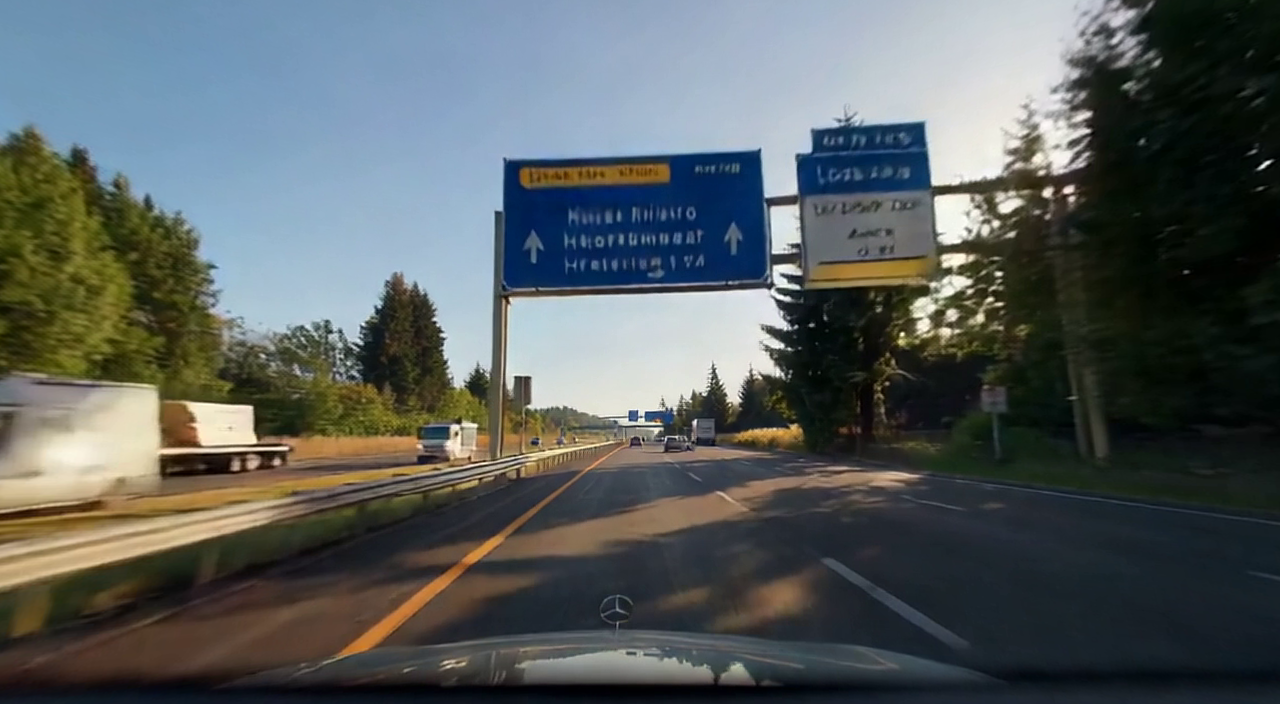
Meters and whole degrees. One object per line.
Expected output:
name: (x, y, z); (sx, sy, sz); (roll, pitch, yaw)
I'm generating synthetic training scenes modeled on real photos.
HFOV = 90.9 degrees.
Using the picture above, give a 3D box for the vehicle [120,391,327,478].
vehicle: (-17.271, 3.593, 27.329); (2.699, 3.101, 9.300); (0, -8, -1)

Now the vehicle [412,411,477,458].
vehicle: (-12.882, 5.501, 42.047); (2.310, 2.895, 6.410); (0, -8, 0)

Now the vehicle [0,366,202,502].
vehicle: (-12.740, 1.706, 13.033); (2.205, 2.451, 7.175); (0, -8, 0)
